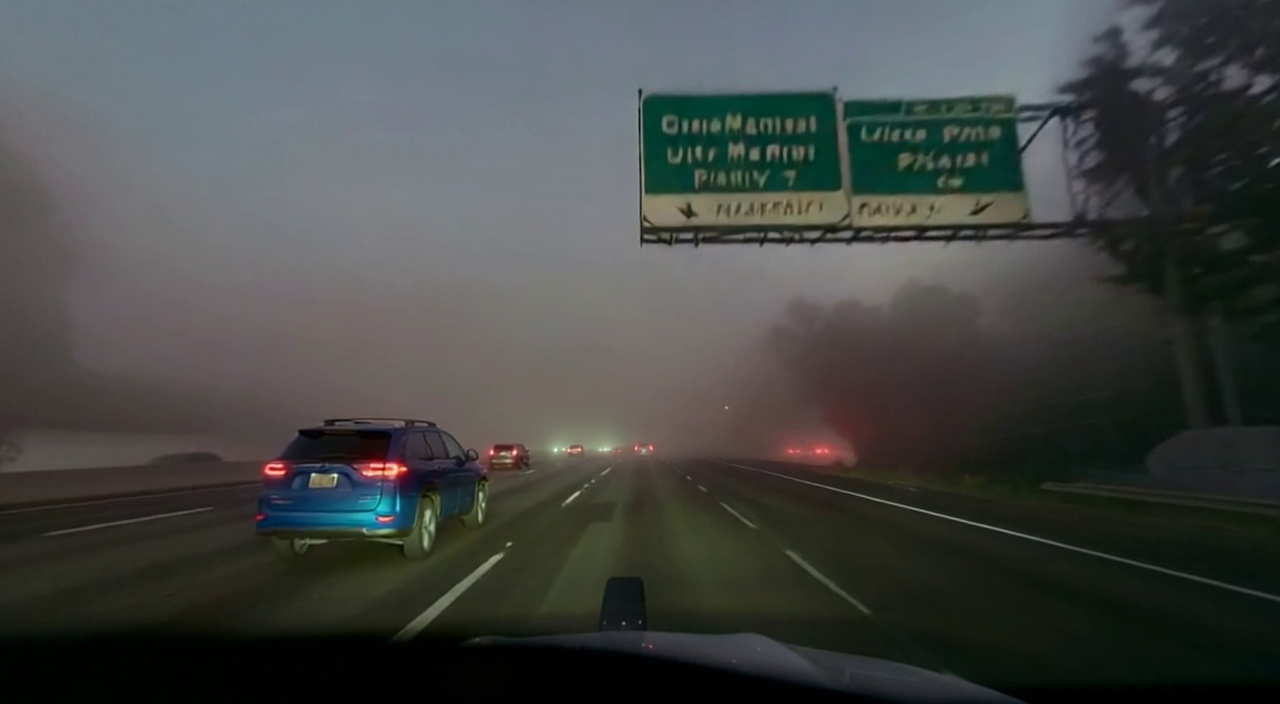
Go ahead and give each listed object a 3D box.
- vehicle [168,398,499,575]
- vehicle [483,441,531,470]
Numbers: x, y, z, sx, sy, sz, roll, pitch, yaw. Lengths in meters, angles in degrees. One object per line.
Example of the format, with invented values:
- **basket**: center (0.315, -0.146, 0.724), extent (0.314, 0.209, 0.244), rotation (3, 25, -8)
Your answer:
- **vehicle**: center (-3.566, 1.675, 8.591), extent (2.214, 1.759, 4.435), rotation (0, -8, 1)
- **vehicle**: center (-7.620, 5.967, 36.484), extent (1.871, 1.542, 4.371), rotation (0, -8, 0)
